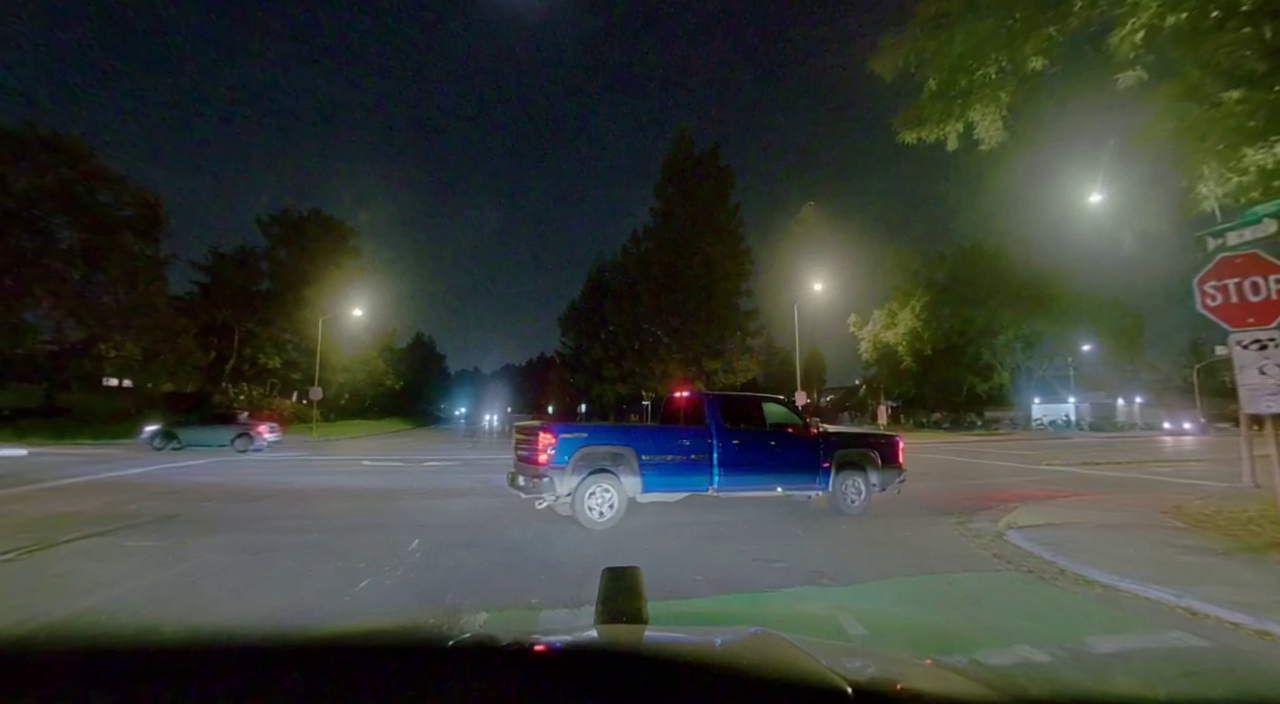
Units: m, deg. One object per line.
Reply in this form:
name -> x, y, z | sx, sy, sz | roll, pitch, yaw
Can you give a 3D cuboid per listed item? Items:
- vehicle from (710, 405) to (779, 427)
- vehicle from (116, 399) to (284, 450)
vehicle -> 7.609, 4.706, 45.866 | 4.674, 1.483, 1.745 | 1, -8, -7
vehicle -> -17.340, 2.950, 25.072 | 4.961, 1.876, 2.091 | 2, -9, -15
